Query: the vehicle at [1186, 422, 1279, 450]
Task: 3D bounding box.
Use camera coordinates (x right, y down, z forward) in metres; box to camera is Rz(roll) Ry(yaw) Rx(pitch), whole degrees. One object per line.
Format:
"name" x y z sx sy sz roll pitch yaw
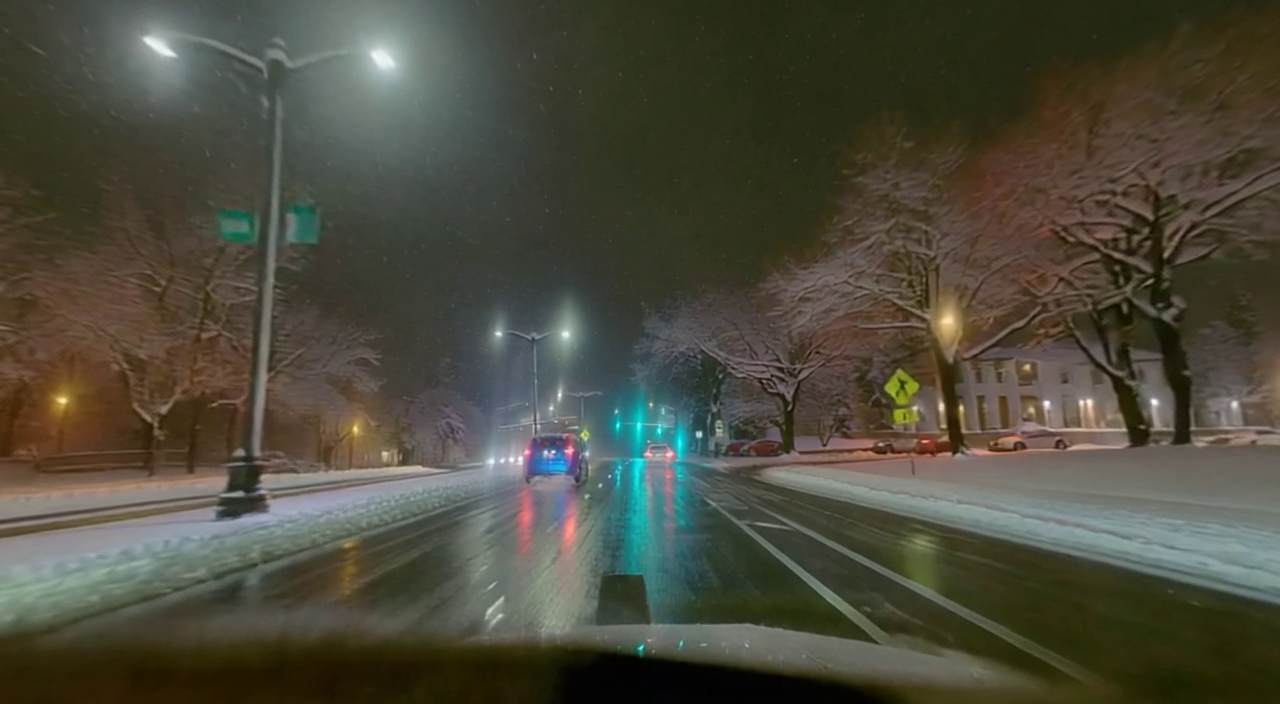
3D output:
"vehicle" 36.416 5.151 38.763 4.045 1.426 1.701 -2 -4 1

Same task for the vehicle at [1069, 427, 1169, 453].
"vehicle" 29.040 5.392 38.324 4.479 1.470 1.823 -1 -9 2

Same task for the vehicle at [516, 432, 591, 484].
"vehicle" -3.253 4.090 24.628 2.150 1.812 4.423 0 -8 2

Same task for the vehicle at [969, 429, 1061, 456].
"vehicle" 22.768 5.517 38.389 4.325 1.534 1.876 0 -8 0

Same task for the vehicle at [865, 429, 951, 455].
"vehicle" 20.515 6.926 48.349 5.571 1.931 2.145 0 -8 0
